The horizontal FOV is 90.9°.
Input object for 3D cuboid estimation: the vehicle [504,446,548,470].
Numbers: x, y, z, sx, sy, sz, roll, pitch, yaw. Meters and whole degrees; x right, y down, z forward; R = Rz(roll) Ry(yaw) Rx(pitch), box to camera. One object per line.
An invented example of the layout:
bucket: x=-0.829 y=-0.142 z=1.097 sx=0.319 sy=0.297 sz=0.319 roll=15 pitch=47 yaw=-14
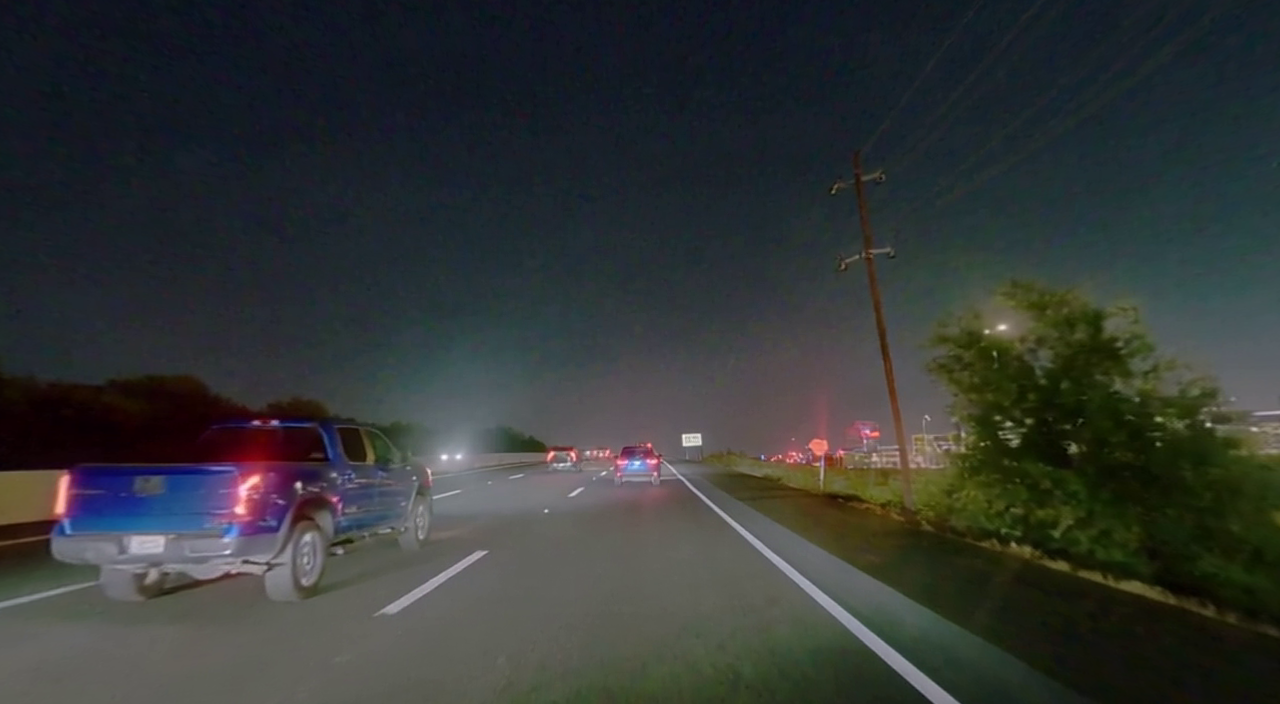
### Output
vehicle: x=-7.312 y=6.825 z=40.951 sx=1.902 sy=1.467 sz=4.574 roll=-1 pitch=-8 yaw=2

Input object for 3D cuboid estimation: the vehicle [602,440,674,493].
vehicle: x=-0.069 y=3.567 z=19.962 sx=2.047 sy=1.473 sz=3.978 roll=0 pitch=-8 yaw=0

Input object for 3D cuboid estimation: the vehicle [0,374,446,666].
vehicle: x=-3.729 y=1.369 z=6.222 sx=2.133 sy=1.789 sz=4.518 roll=0 pitch=-8 yaw=1

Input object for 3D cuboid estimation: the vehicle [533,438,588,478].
vehicle: x=-3.721 y=5.051 z=30.302 sx=1.993 sy=1.717 sz=4.321 roll=0 pitch=-9 yaw=1
